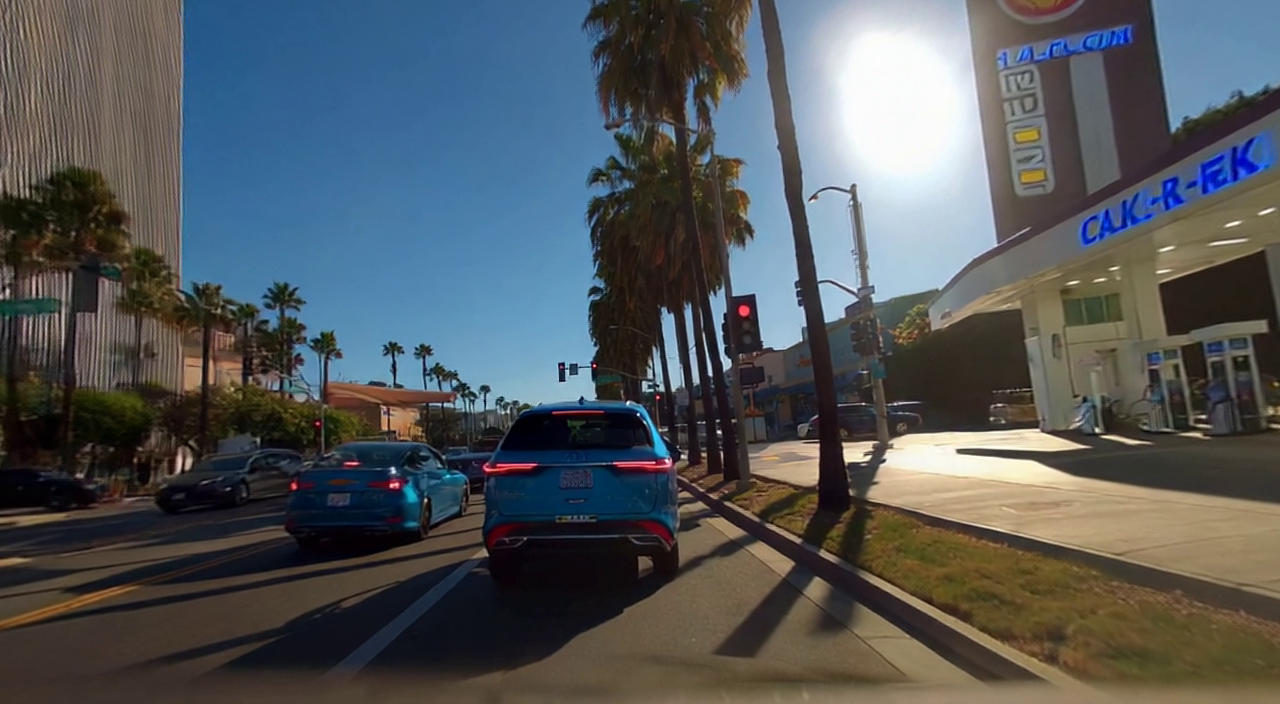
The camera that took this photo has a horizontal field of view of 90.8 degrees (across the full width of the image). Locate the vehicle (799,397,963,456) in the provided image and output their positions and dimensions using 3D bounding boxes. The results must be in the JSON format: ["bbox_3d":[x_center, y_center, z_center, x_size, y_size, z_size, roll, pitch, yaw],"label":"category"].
[{"bbox_3d":[9.013,2.842,23.966,5.307,2.076,2.122,0,-8,-5],"label":"vehicle"}]

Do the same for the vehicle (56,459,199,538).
[{"bbox_3d":[-14.020,3.830,17.188,4.660,1.708,2.331,-8,-12,44],"label":"vehicle"}]

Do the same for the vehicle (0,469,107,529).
[{"bbox_3d":[-21.475,4.899,21.240,5.011,1.796,2.176,0,-8,-1],"label":"vehicle"}]

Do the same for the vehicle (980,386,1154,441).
[{"bbox_3d":[16.249,2.405,24.278,5.033,1.999,2.259,0,-8,-3],"label":"vehicle"}]

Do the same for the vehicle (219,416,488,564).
[{"bbox_3d":[-3.929,1.965,9.914,2.097,1.692,5.030,0,-8,-3],"label":"vehicle"}]

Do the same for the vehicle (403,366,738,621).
[{"bbox_3d":[-0.655,1.411,7.295,2.519,1.913,4.819,0,-8,-3],"label":"vehicle"}]
